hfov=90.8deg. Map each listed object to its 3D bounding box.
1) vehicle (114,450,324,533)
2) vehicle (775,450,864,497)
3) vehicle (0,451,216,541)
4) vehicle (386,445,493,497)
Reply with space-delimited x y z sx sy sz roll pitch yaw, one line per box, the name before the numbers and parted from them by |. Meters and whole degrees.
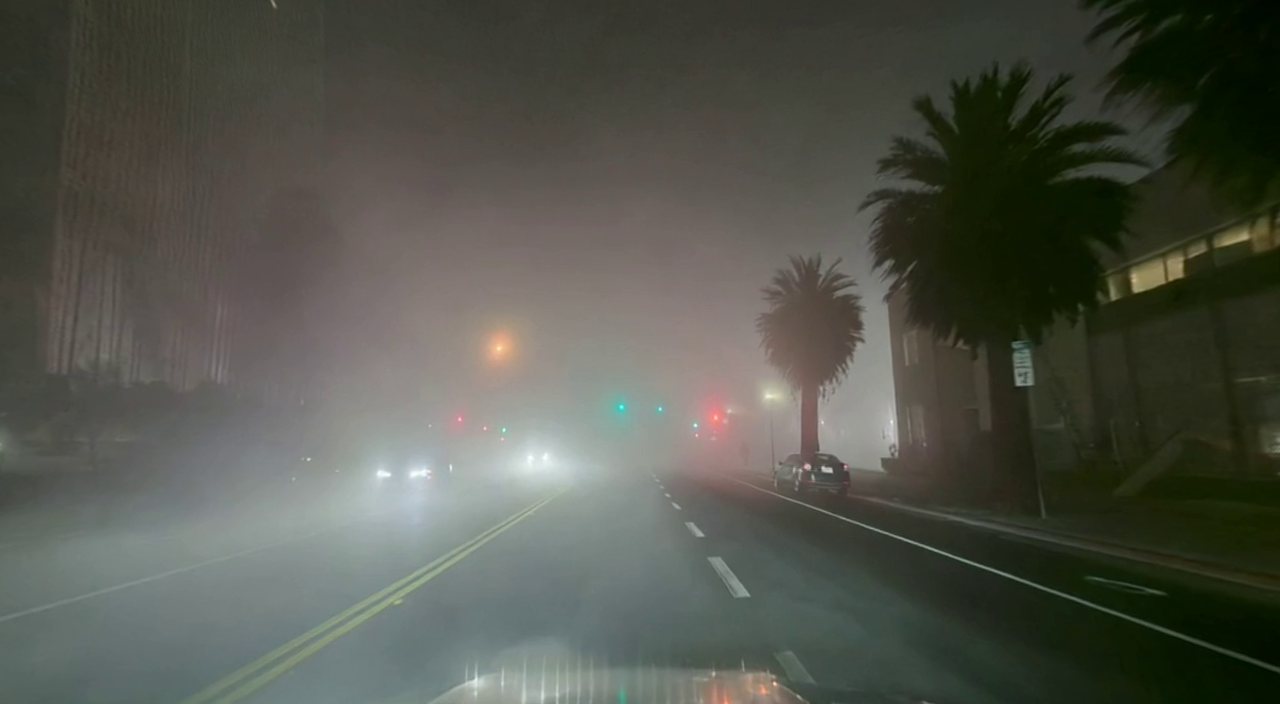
vehicle | -9.938 3.266 15.522 1.952 1.531 4.750 -4 -8 0
vehicle | 5.655 3.855 20.387 1.784 1.350 3.677 0 -8 0
vehicle | -13.308 3.524 16.133 1.993 1.706 4.469 -6 -8 -2
vehicle | -6.502 3.882 21.090 2.069 1.512 4.406 0 -8 1
